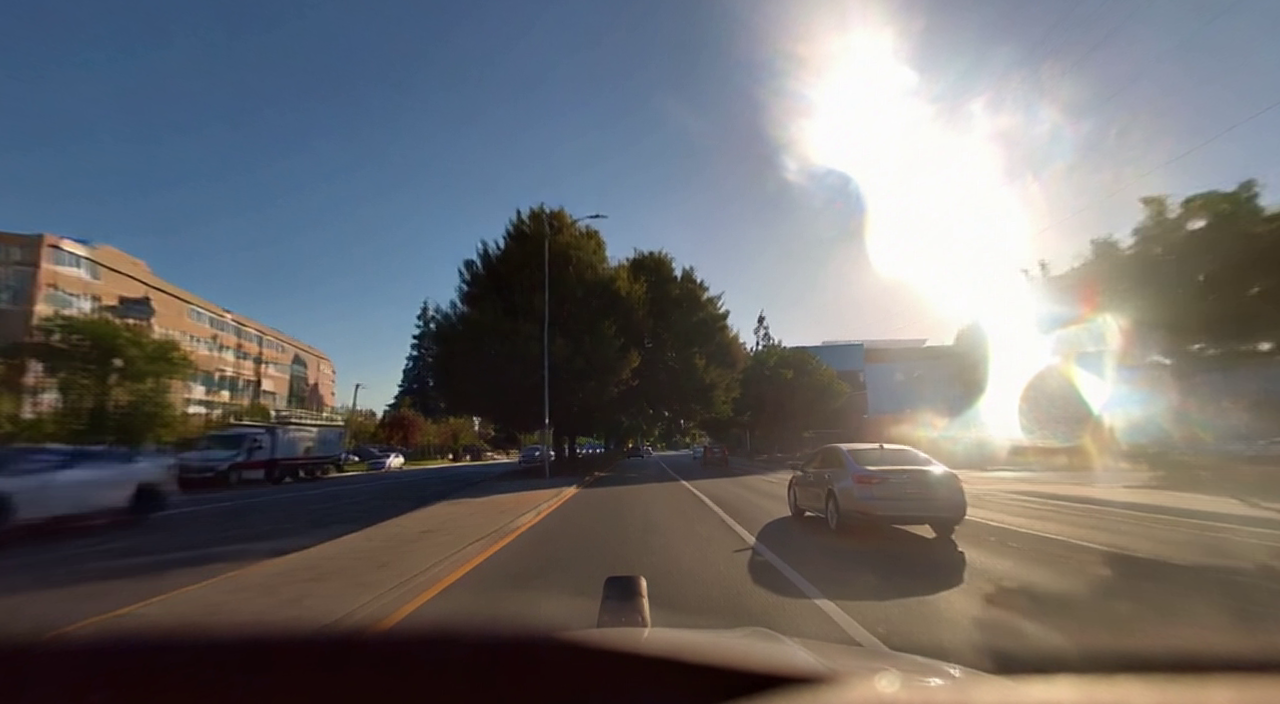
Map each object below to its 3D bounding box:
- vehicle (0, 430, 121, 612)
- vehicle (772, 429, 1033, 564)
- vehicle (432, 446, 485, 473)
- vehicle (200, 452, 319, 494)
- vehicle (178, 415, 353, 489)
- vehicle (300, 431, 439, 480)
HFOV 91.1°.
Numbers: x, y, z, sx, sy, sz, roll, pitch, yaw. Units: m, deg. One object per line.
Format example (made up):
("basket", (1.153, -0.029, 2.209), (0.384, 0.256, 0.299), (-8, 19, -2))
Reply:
("vehicle", (-6.124, 1.212, 3.958), (1.923, 1.471, 4.646), (0, -9, -4))
("vehicle", (3.435, 1.964, 9.340), (1.935, 1.501, 4.384), (0, -9, -1))
("vehicle", (-11.854, 7.029, 41.303), (2.018, 1.639, 4.764), (-1, -9, 1))
("vehicle", (-14.973, 4.755, 25.077), (1.859, 1.452, 4.608), (0, -9, 0))
("vehicle", (-18.233, 5.042, 31.758), (3.043, 2.916, 9.736), (-4, -9, -1))
("vehicle", (-18.256, 7.197, 44.417), (2.964, 2.641, 15.868), (-3, -8, 0))
